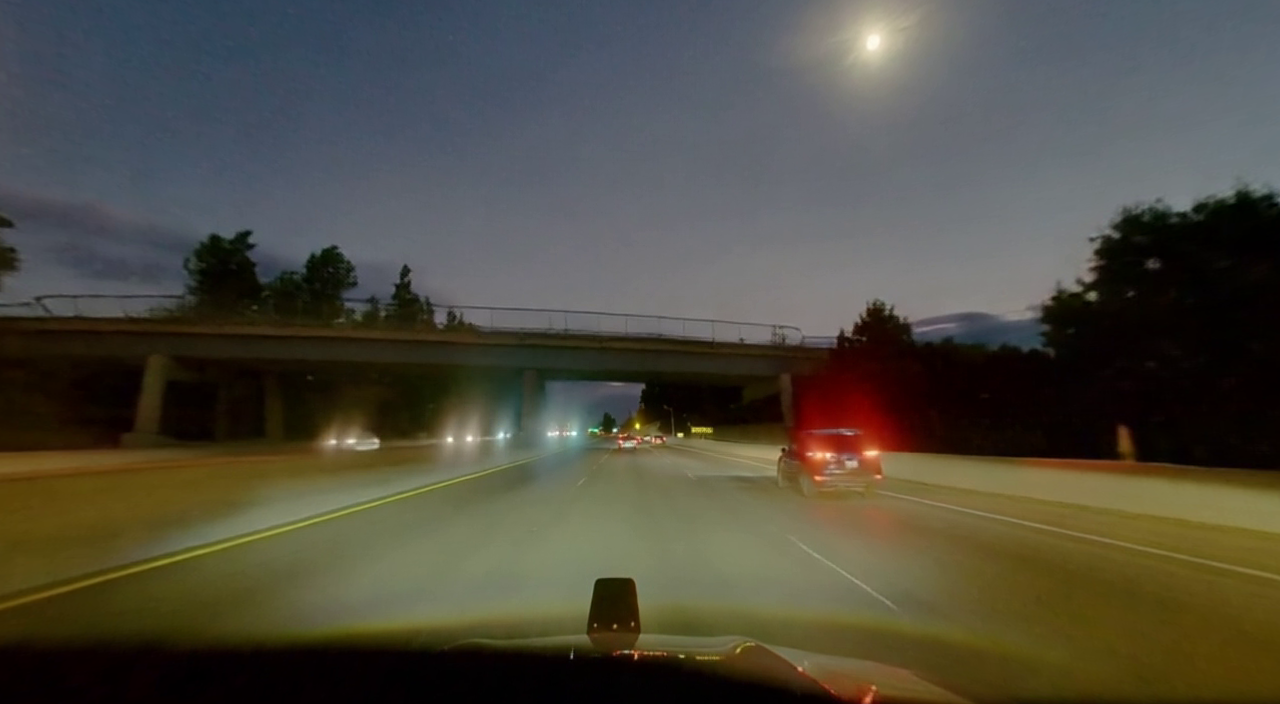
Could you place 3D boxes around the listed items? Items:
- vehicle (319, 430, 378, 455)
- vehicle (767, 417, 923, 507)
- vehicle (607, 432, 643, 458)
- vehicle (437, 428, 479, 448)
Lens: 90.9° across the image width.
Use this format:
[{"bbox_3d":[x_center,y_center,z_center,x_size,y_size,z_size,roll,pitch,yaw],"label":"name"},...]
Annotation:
[{"bbox_3d":[-17.864,5.557,38.777,1.753,1.452,4.018,0,-8,-1],"label":"vehicle"},{"bbox_3d":[4.064,2.230,13.234,1.892,1.600,3.782,0,-8,-1],"label":"vehicle"},{"bbox_3d":[-0.899,5.495,37.273,1.987,1.440,3.565,0,-8,-1],"label":"vehicle"},{"bbox_3d":[-14.107,6.710,49.067,2.017,1.493,4.377,0,-8,-1],"label":"vehicle"}]
